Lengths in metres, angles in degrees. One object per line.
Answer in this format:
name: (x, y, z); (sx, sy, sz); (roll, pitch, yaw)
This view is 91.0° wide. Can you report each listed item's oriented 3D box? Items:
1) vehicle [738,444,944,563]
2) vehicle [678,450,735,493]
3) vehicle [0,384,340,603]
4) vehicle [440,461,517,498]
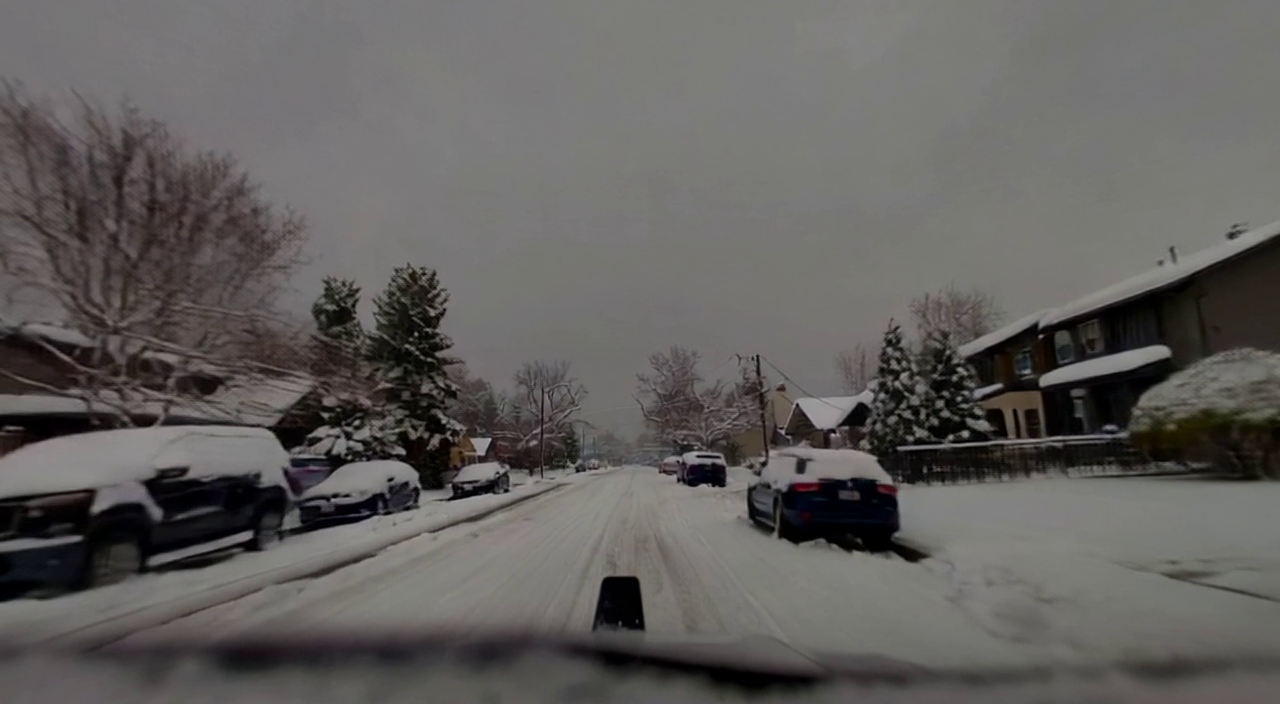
vehicle: (3.110, 2.418, 10.961); (2.050, 1.598, 4.590); (0, -8, 0)
vehicle: (3.123, 5.702, 30.549); (2.262, 1.870, 4.948); (0, -8, 1)
vehicle: (-6.962, 2.033, 9.291); (2.408, 2.201, 5.646); (-1, -12, -2)
vehicle: (-6.997, 5.634, 27.723); (2.071, 1.481, 4.425); (-1, -12, 2)
